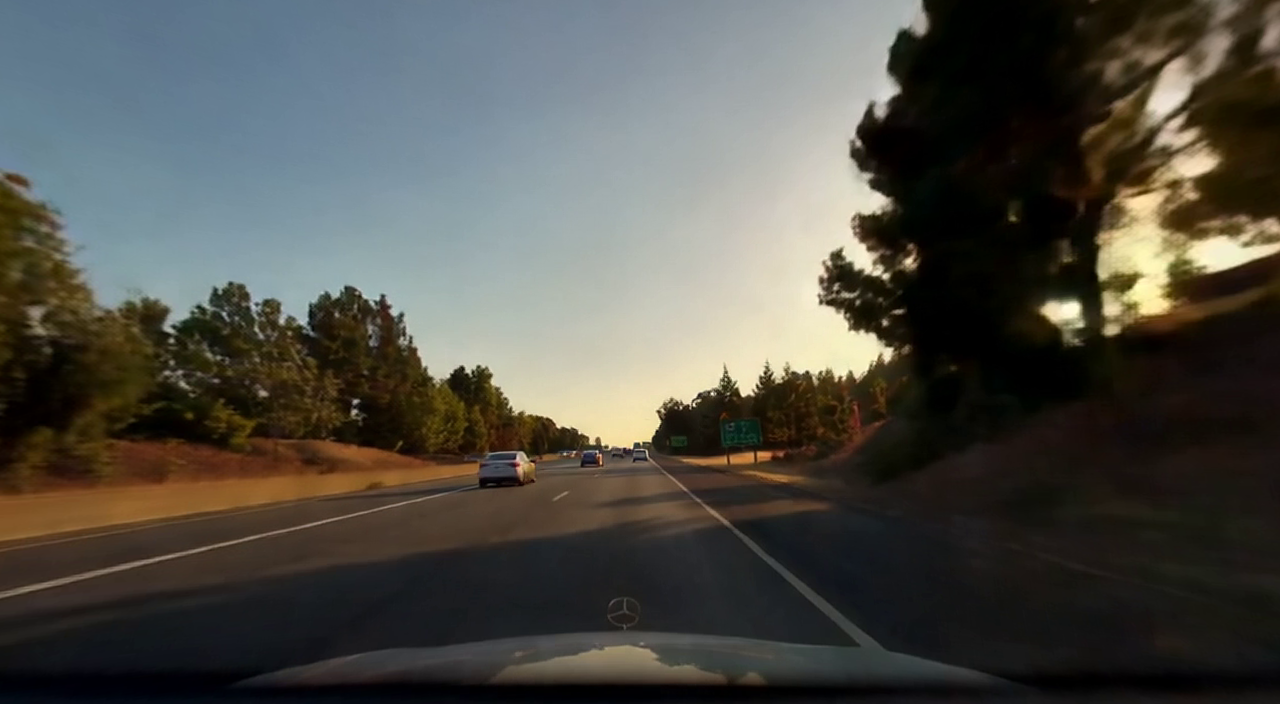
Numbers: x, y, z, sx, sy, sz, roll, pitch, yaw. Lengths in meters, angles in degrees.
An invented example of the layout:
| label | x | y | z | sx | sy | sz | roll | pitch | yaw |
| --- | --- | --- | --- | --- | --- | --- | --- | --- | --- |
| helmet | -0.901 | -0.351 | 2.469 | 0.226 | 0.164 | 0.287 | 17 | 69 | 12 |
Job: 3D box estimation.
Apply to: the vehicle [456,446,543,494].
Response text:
| label | x | y | z | sx | sy | sz | roll | pitch | yaw |
| --- | --- | --- | --- | --- | --- | --- | --- | --- | --- |
| vehicle | -4.817 | 4.119 | 22.328 | 1.975 | 1.501 | 4.603 | 0 | -9 | 0 |

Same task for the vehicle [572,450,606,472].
| label | x | y | z | sx | sy | sz | roll | pitch | yaw |
| --- | --- | --- | --- | --- | --- | --- | --- | --- | --- |
| vehicle | -3.487 | 7.531 | 43.669 | 2.005 | 1.474 | 3.921 | 0 | -9 | 0 |
